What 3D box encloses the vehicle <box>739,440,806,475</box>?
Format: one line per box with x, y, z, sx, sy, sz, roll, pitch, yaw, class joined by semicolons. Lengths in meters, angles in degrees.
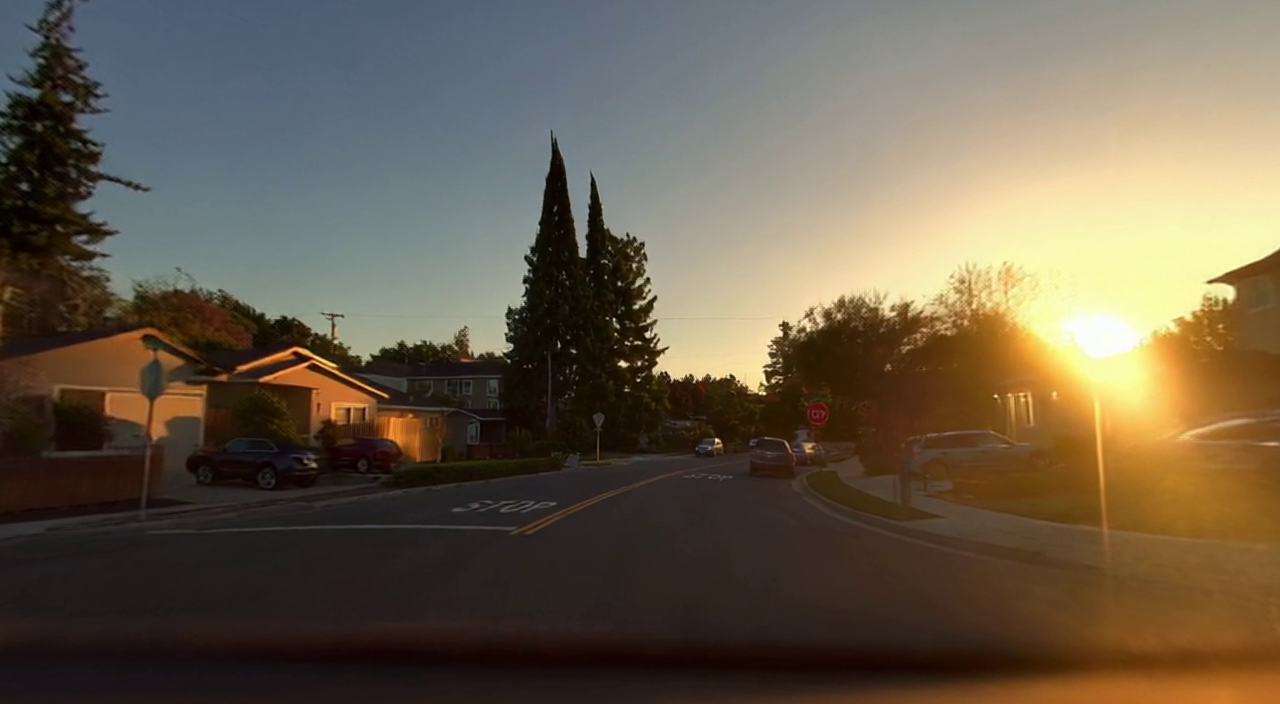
6.953;5.423;32.610;2.692;1.649;4.689;-3;-9;20;vehicle
